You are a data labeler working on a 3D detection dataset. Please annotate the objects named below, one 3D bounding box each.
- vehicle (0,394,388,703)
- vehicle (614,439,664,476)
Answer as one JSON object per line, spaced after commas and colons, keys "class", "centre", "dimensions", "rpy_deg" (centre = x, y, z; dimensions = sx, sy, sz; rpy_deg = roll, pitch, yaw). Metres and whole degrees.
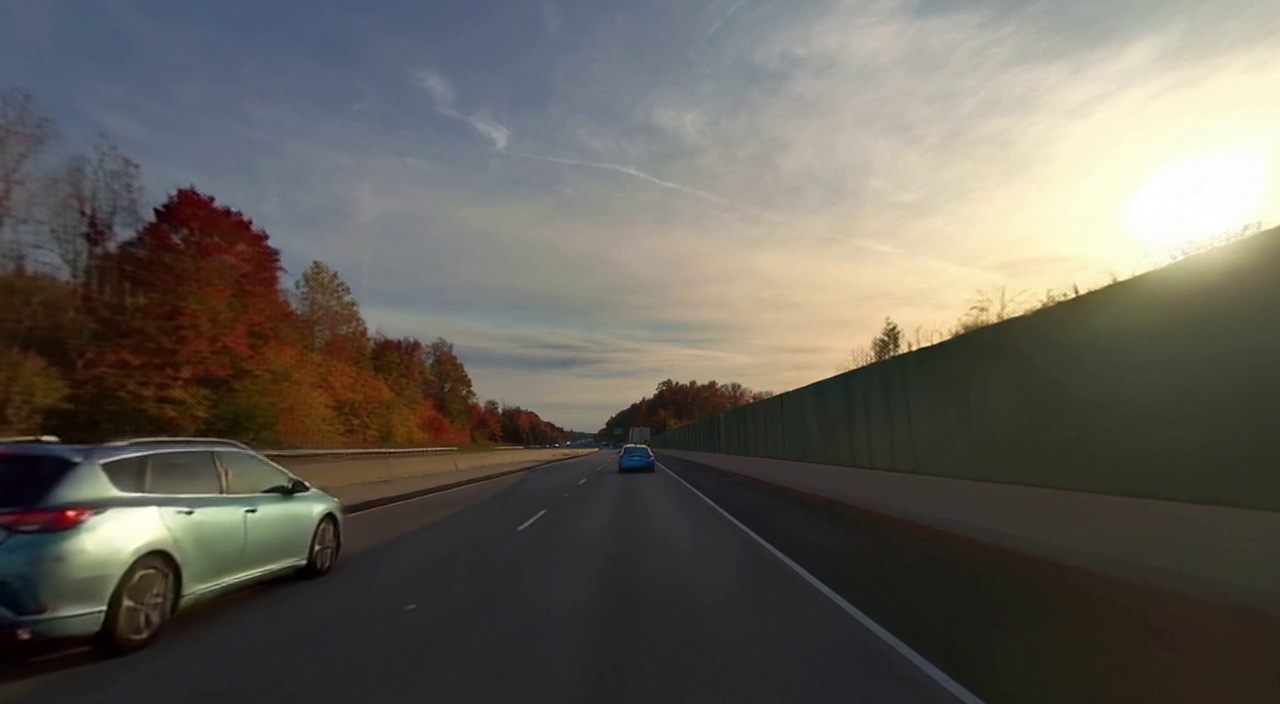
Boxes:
{"class": "vehicle", "centre": [-3.864, 1.251, 4.948], "dimensions": [2.054, 1.536, 4.128], "rpy_deg": [0, -8, 0]}
{"class": "vehicle", "centre": [-0.099, 4.623, 27.888], "dimensions": [2.057, 1.516, 4.065], "rpy_deg": [0, -8, -1]}
